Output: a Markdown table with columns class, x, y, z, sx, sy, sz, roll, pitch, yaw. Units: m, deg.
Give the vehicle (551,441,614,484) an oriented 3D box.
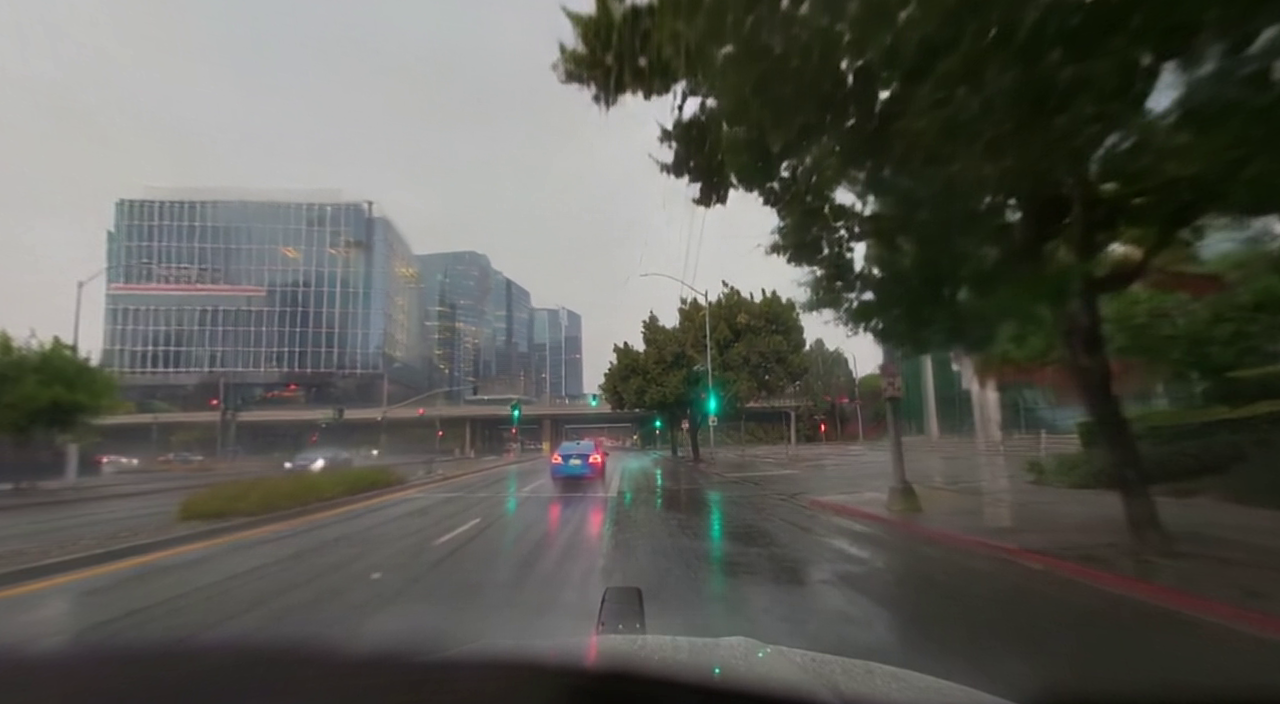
| class | x | y | z | sx | sy | sz | roll | pitch | yaw |
| --- | --- | --- | --- | --- | --- | --- | --- | --- | --- |
| vehicle | -2.068 | 4.107 | 23.872 | 2.154 | 1.465 | 4.532 | 0 | -8 | -3 |
